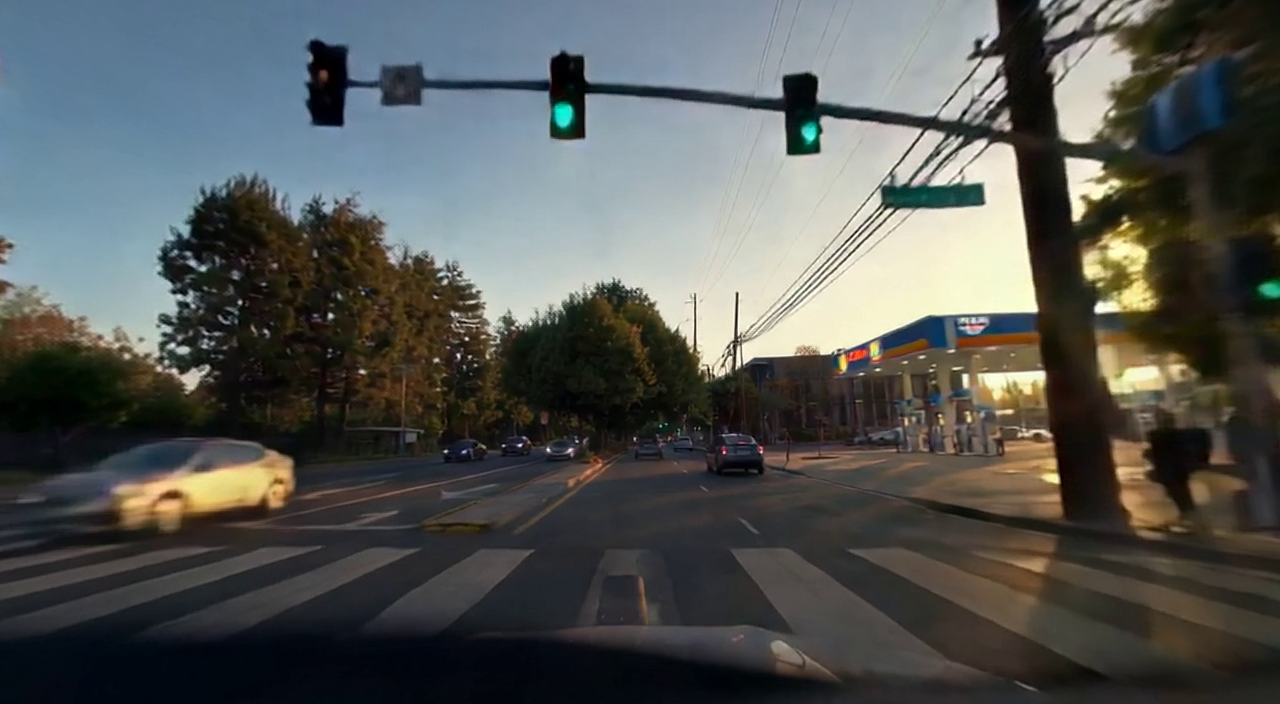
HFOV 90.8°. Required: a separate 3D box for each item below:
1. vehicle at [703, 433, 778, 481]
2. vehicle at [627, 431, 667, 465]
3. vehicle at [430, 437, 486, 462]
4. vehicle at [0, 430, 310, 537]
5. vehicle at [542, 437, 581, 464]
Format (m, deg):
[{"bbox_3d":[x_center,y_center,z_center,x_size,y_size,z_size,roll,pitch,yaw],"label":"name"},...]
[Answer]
[{"bbox_3d":[3.604,3.854,23.402,1.990,1.592,4.294,0,-8,-1],"label":"vehicle"},{"bbox_3d":[0.395,5.568,36.779,2.163,1.825,4.073,0,-8,1],"label":"vehicle"},{"bbox_3d":[-12.097,6.517,42.265,2.264,1.515,4.718,-1,-8,1],"label":"vehicle"},{"bbox_3d":[-8.305,2.245,11.480,2.109,1.525,4.562,-1,-8,1],"label":"vehicle"},{"bbox_3d":[-4.664,5.912,37.980,1.816,1.484,3.629,-1,-8,1],"label":"vehicle"}]
